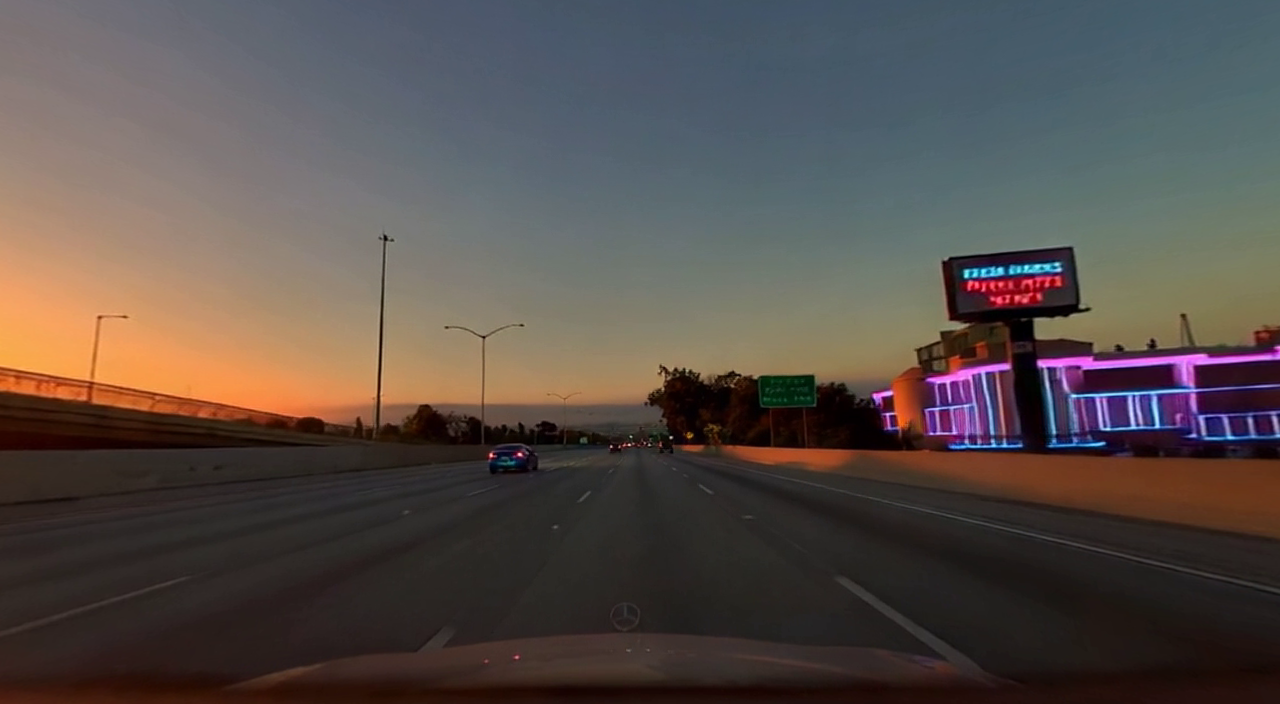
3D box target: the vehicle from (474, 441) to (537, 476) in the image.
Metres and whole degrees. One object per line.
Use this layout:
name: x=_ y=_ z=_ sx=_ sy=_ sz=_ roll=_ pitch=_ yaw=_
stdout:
vehicle: x=-6.219 y=4.963 z=29.734 sx=1.990 sy=1.529 sz=4.288 roll=0 pitch=-8 yaw=0
